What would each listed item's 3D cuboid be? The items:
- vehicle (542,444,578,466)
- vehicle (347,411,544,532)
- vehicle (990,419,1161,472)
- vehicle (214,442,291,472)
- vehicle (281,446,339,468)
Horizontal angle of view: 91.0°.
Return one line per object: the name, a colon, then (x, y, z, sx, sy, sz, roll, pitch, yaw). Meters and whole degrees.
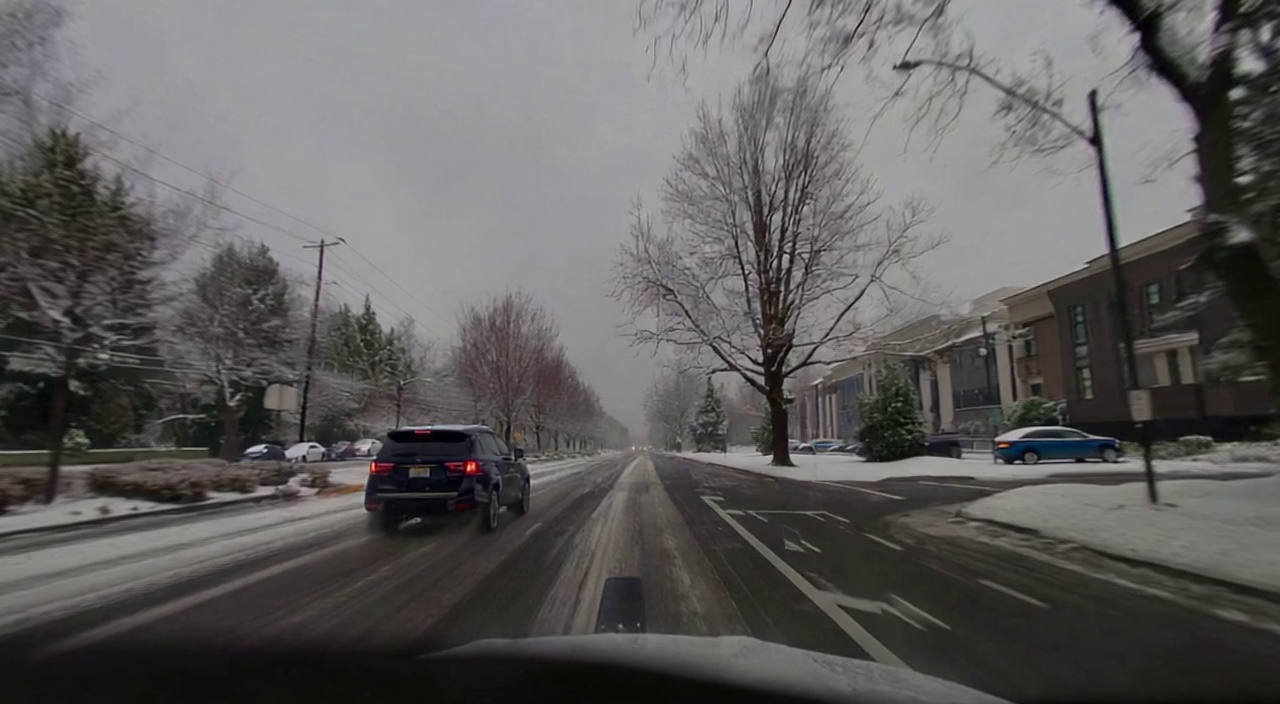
vehicle: (-5.699, 7.370, 45.346, 1.982, 1.478, 4.465, 0, -9, 1)
vehicle: (-3.259, 2.131, 11.723, 2.112, 1.779, 4.489, 0, -9, 1)
vehicle: (18.885, 4.060, 27.475, 5.903, 2.099, 2.290, 0, -8, -6)
vehicle: (-25.180, 6.827, 41.135, 1.990, 1.822, 4.751, 0, -9, 0)
vehicle: (-25.073, 7.973, 48.008, 1.844, 1.619, 4.725, 0, -9, 0)
